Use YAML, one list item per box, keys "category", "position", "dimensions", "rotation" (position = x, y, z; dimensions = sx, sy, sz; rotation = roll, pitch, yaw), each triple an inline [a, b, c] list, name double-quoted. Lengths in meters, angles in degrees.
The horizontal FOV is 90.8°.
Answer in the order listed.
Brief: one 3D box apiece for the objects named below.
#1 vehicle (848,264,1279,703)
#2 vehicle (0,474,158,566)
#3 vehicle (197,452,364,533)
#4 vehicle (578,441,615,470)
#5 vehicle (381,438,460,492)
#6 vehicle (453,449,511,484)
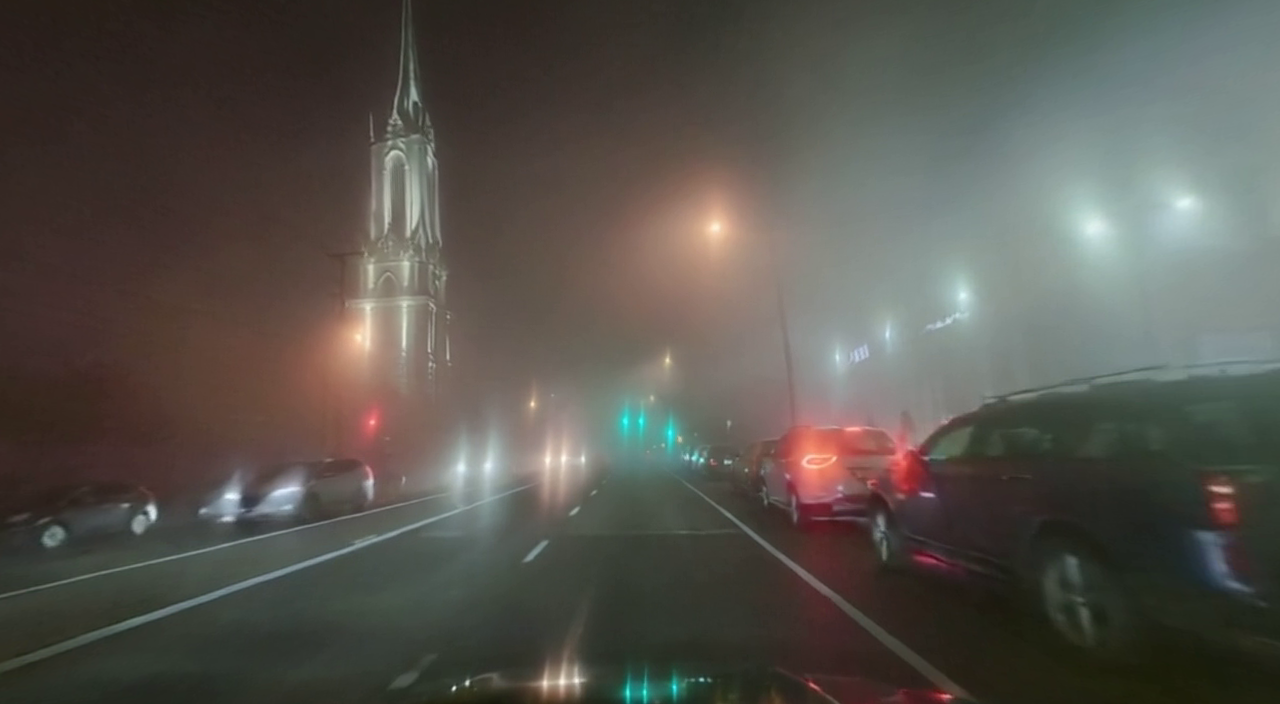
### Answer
- category: "vehicle"
  position: [3.452, 1.010, 4.622]
  dimensions: [2.124, 1.975, 5.131]
  rotation: [0, -8, 0]
- category: "vehicle"
  position: [-15.469, 4.222, 16.436]
  dimensions: [2.014, 1.846, 4.920]
  rotation: [0, -8, -1]
- category: "vehicle"
  position: [-8.915, 3.465, 16.163]
  dimensions: [1.842, 1.735, 4.066]
  rotation: [0, -9, 0]
- category: "vehicle"
  position: [-3.098, 7.530, 46.222]
  dimensions: [2.293, 1.936, 4.737]
  rotation: [0, -8, 1]
- category: "vehicle"
  position: [-12.225, 6.302, 35.713]
  dimensions: [2.410, 2.733, 5.630]
  rotation: [0, -8, 0]
- category: "vehicle"
  position: [-8.926, 6.452, 36.042]
  dimensions: [2.078, 1.810, 4.568]
  rotation: [0, -9, 1]
